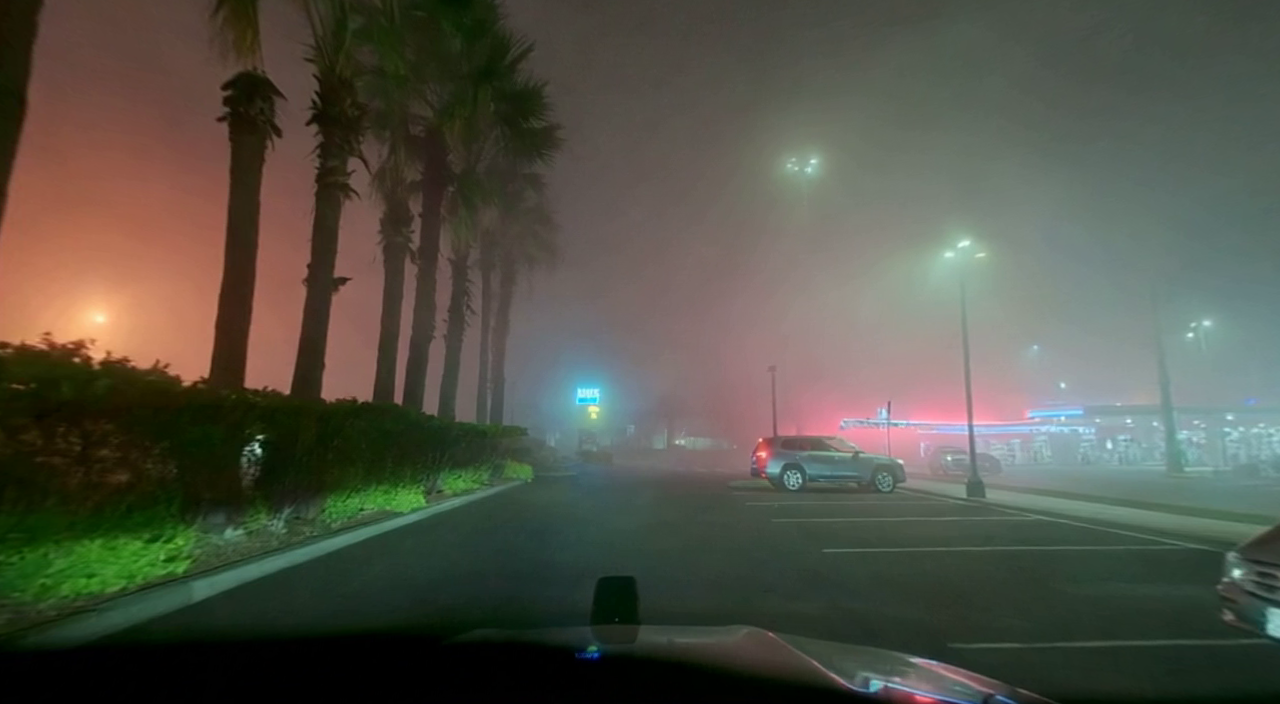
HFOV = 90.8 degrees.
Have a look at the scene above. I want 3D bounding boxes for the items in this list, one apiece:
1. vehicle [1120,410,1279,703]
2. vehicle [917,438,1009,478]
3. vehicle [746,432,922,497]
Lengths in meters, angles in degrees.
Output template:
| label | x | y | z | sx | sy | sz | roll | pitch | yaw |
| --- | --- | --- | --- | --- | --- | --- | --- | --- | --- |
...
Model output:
| label | x | y | z | sx | sy | sz | roll | pitch | yaw |
| --- | --- | --- | --- | --- | --- | --- | --- | --- | --- |
| vehicle | 5.297 | 1.108 | 3.492 | 3.813 | 1.541 | 1.723 | 0 | -8 | 0 |
| vehicle | 16.316 | 5.347 | 32.223 | 2.028 | 1.850 | 4.731 | 0 | -8 | -2 |
| vehicle | 5.701 | 3.338 | 19.038 | 4.560 | 1.818 | 2.148 | 0 | -8 | -2 |
